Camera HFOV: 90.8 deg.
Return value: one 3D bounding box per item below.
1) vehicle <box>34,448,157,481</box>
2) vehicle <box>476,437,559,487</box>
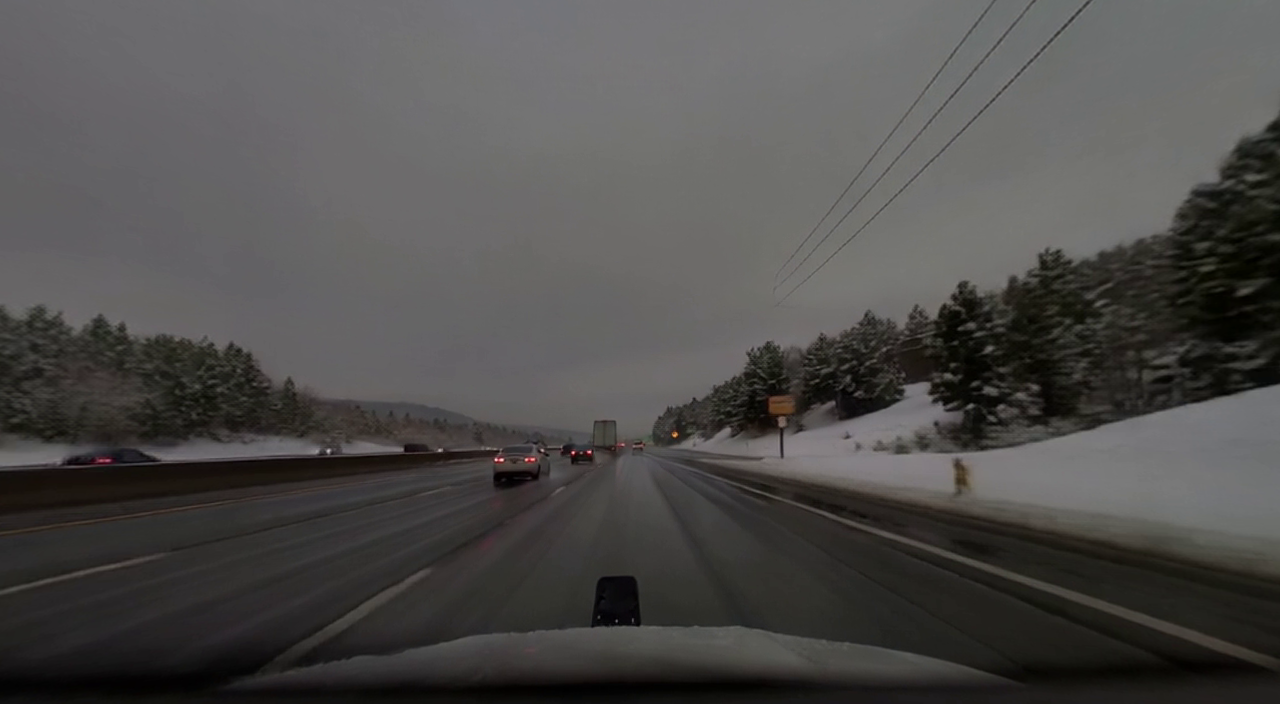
[{"bbox_3d":[-26.208,5.405,30.655,1.841,1.449,4.570,0,-8,1],"label":"vehicle"},{"bbox_3d":[-4.147,3.799,22.126,1.963,1.533,4.477,0,-8,0],"label":"vehicle"}]
